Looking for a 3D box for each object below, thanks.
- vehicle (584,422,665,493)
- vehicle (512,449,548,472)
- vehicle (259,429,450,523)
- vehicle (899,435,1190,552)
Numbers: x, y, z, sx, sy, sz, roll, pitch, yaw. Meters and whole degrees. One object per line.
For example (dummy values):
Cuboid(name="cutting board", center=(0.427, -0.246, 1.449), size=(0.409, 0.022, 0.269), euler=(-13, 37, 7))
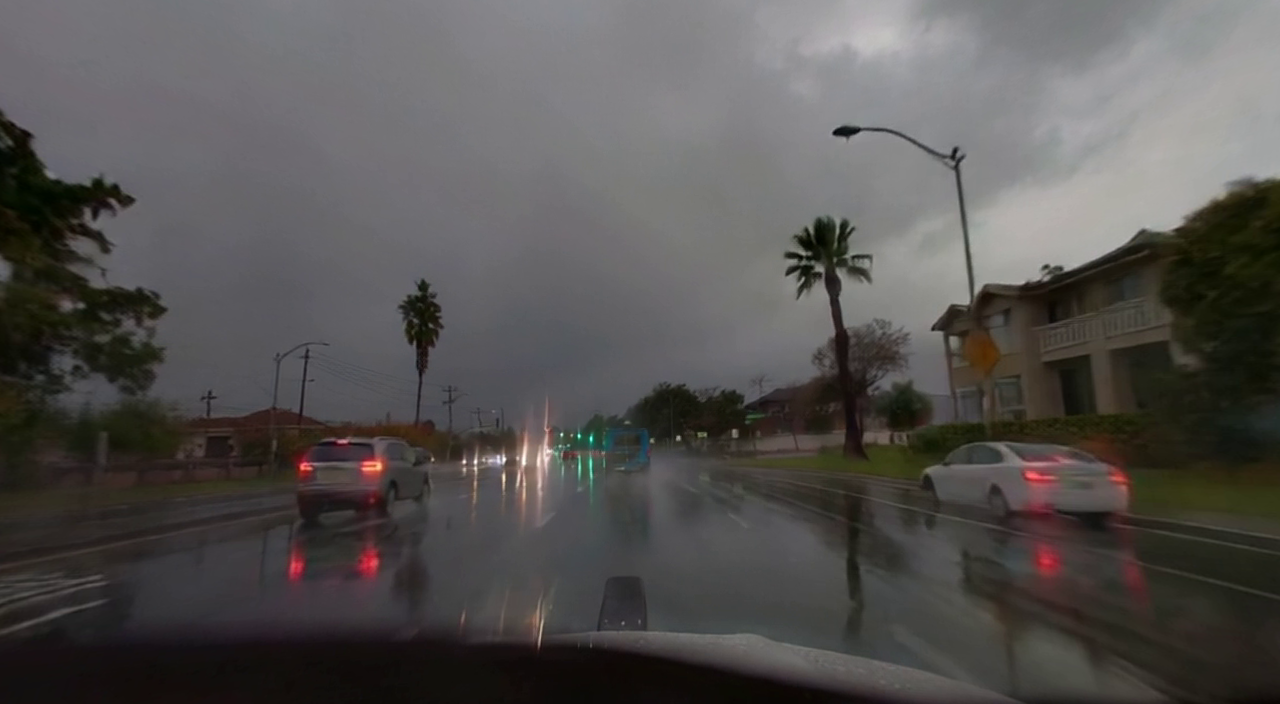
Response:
Cuboid(name="vehicle", center=(-0.701, 3.718, 22.460), size=(2.507, 2.161, 6.049), euler=(1, -9, -4))
Cuboid(name="vehicle", center=(-7.952, 7.841, 45.642), size=(2.016, 1.576, 4.215), euler=(1, -9, -3))
Cuboid(name="vehicle", center=(-5.937, 2.634, 13.871), size=(2.235, 1.682, 4.662), euler=(1, -9, -3))
Cuboid(name="vehicle", center=(6.029, 2.127, 10.274), size=(2.178, 1.411, 4.732), euler=(-1, -9, 9))
